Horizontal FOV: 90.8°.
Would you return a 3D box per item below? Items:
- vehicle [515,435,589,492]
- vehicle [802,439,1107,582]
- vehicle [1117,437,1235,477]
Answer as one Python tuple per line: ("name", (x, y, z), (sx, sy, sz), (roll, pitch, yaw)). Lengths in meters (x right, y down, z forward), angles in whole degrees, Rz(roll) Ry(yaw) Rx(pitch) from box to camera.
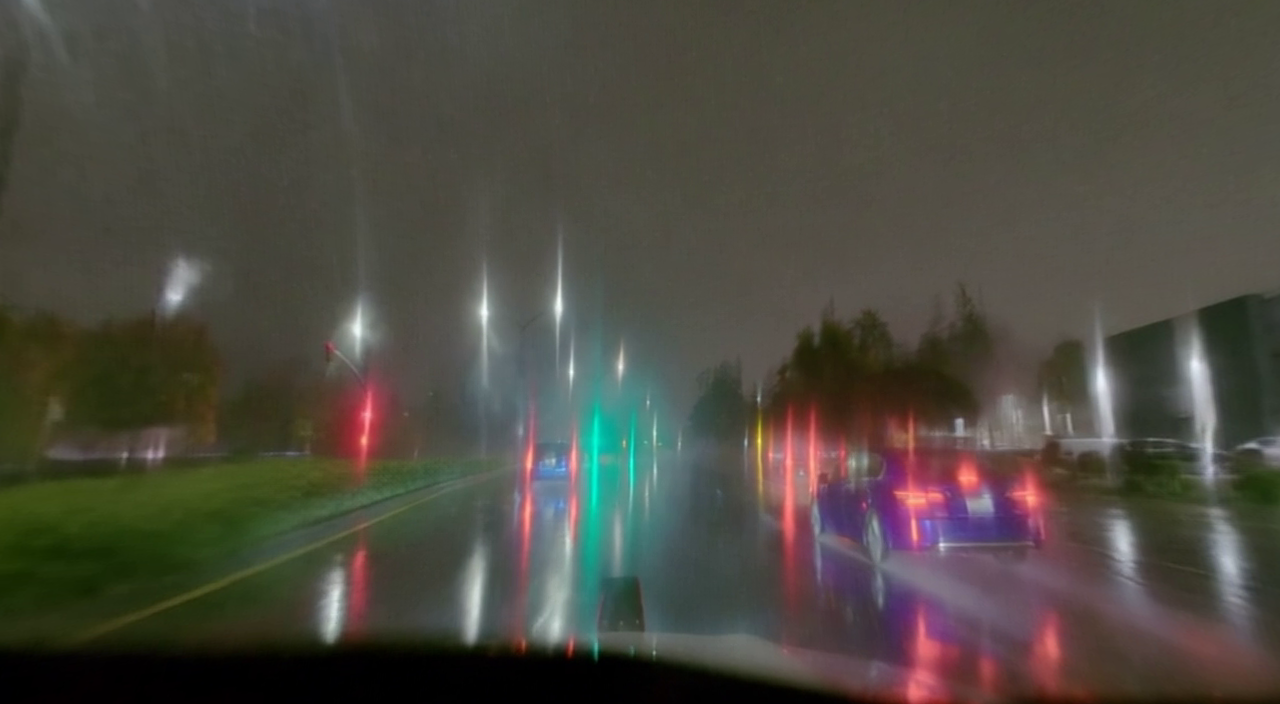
("vehicle", (-2.824, 3.692, 21.266), (2.085, 1.693, 4.301), (0, -8, -3))
("vehicle", (3.753, 1.934, 8.631), (1.918, 1.418, 4.360), (0, -8, 0))
("vehicle", (24.679, 4.816, 29.113), (4.286, 1.712, 1.927), (2, -9, -15))
